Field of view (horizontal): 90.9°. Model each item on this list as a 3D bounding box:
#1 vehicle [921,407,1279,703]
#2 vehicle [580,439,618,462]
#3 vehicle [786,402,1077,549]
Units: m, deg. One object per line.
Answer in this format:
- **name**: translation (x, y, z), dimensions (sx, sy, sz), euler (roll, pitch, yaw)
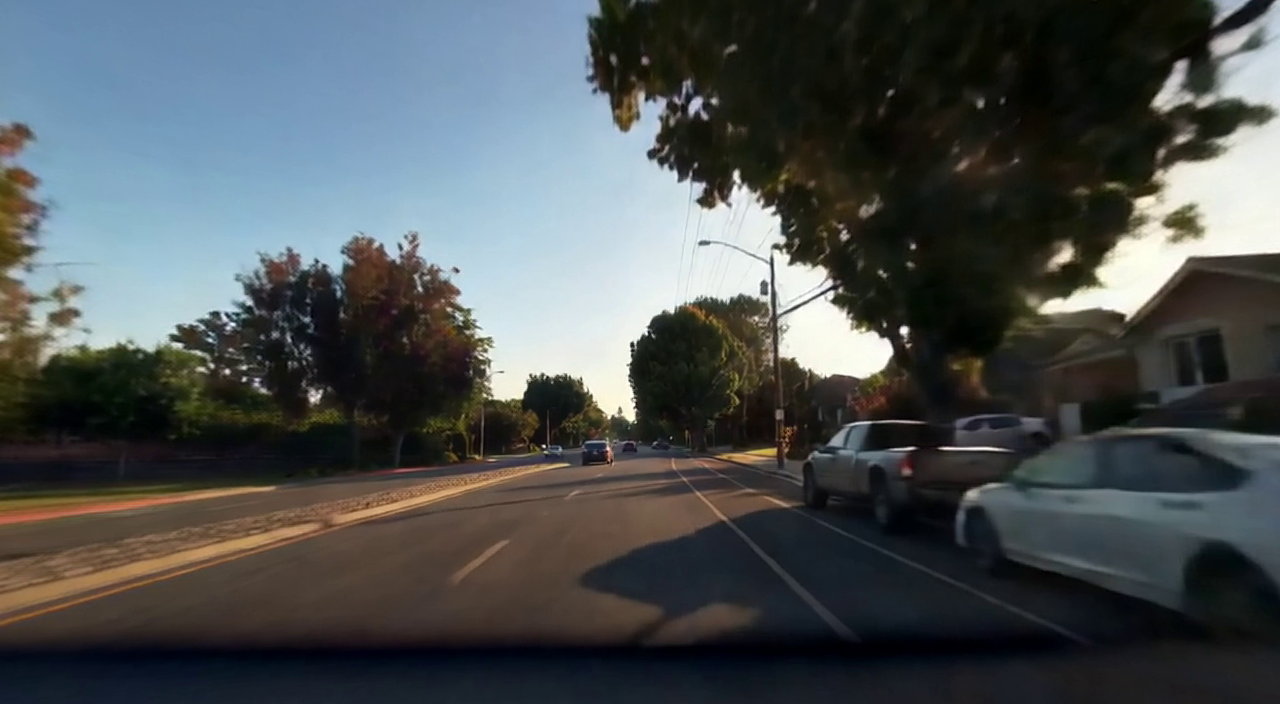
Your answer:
- **vehicle**: translation (4.299, 1.292, 4.787), dimensions (2.241, 1.536, 4.682), euler (0, -8, 1)
- **vehicle**: translation (-2.727, 6.695, 43.075), dimensions (2.084, 1.466, 4.522), euler (-1, -8, 3)
- **vehicle**: translation (4.430, 1.985, 10.922), dimensions (2.336, 1.885, 5.298), euler (0, -8, -2)
